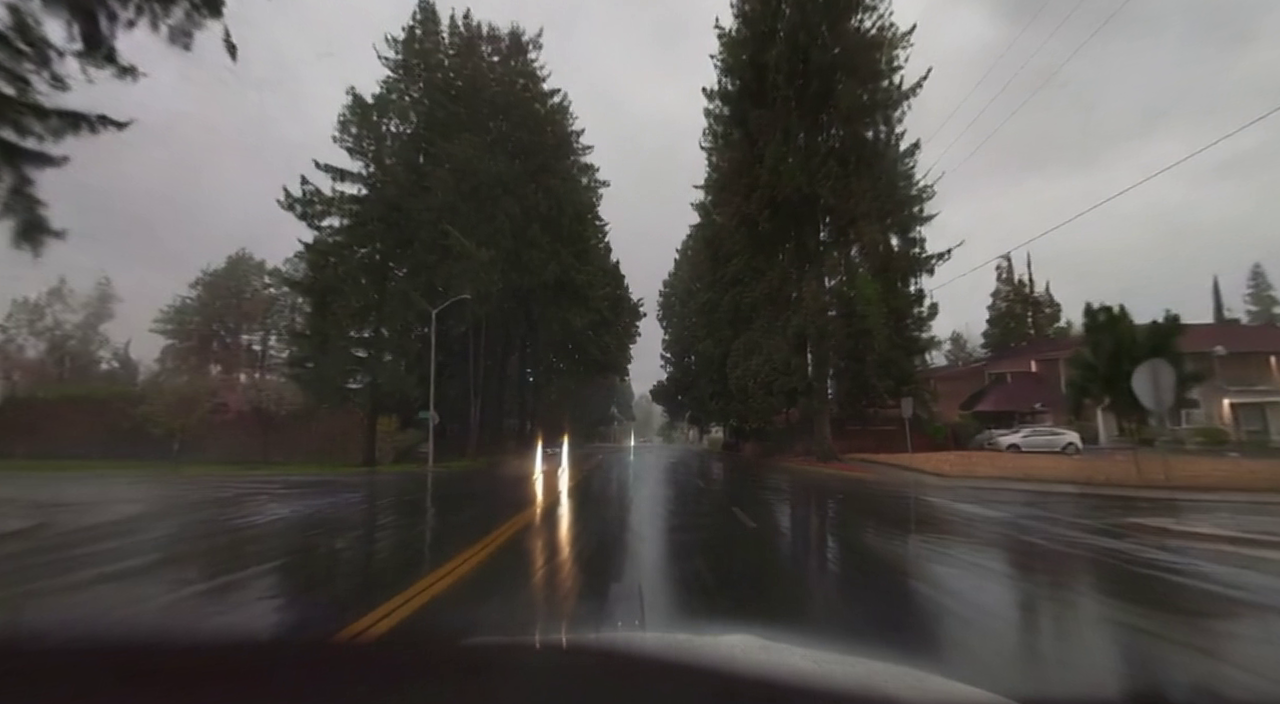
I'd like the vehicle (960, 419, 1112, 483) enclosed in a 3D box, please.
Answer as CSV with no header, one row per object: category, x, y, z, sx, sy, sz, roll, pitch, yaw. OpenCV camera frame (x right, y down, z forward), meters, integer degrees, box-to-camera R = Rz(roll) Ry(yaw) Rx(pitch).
vehicle,13.245,3.286,21.022,4.771,1.912,2.137,5,-10,-29

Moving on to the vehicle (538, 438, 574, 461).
vehicle,-6.560,7.685,49.762,2.038,1.743,4.381,-1,-8,3
